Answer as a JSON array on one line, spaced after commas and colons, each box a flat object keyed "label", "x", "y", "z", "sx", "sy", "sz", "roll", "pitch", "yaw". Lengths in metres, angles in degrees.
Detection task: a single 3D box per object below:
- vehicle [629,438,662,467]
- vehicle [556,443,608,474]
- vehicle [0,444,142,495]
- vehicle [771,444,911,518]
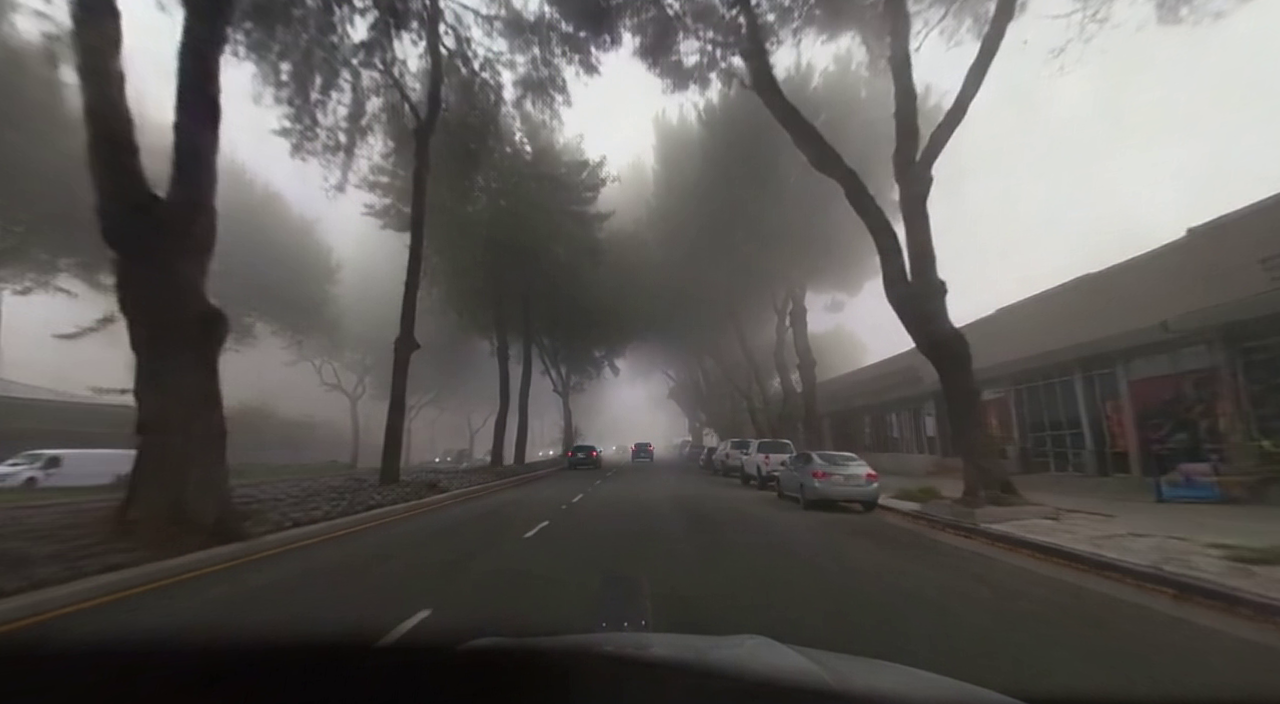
[{"label": "vehicle", "x": 0.377, "y": 6.568, "z": 41.297, "sx": 2.075, "sy": 1.770, "sz": 4.018, "roll": 0, "pitch": -9, "yaw": 1}, {"label": "vehicle", "x": -2.926, "y": 5.485, "z": 32.814, "sx": 2.151, "sy": 1.484, "sz": 4.468, "roll": 0, "pitch": -9, "yaw": 2}, {"label": "vehicle", "x": -27.066, "y": 5.433, "z": 29.694, "sx": 2.231, "sy": 2.124, "sz": 5.680, "roll": -1, "pitch": -9, "yaw": 4}, {"label": "vehicle", "x": 4.444, "y": 2.890, "z": 14.711, "sx": 1.896, "sy": 1.451, "sz": 4.329, "roll": 0, "pitch": -9, "yaw": 1}]
